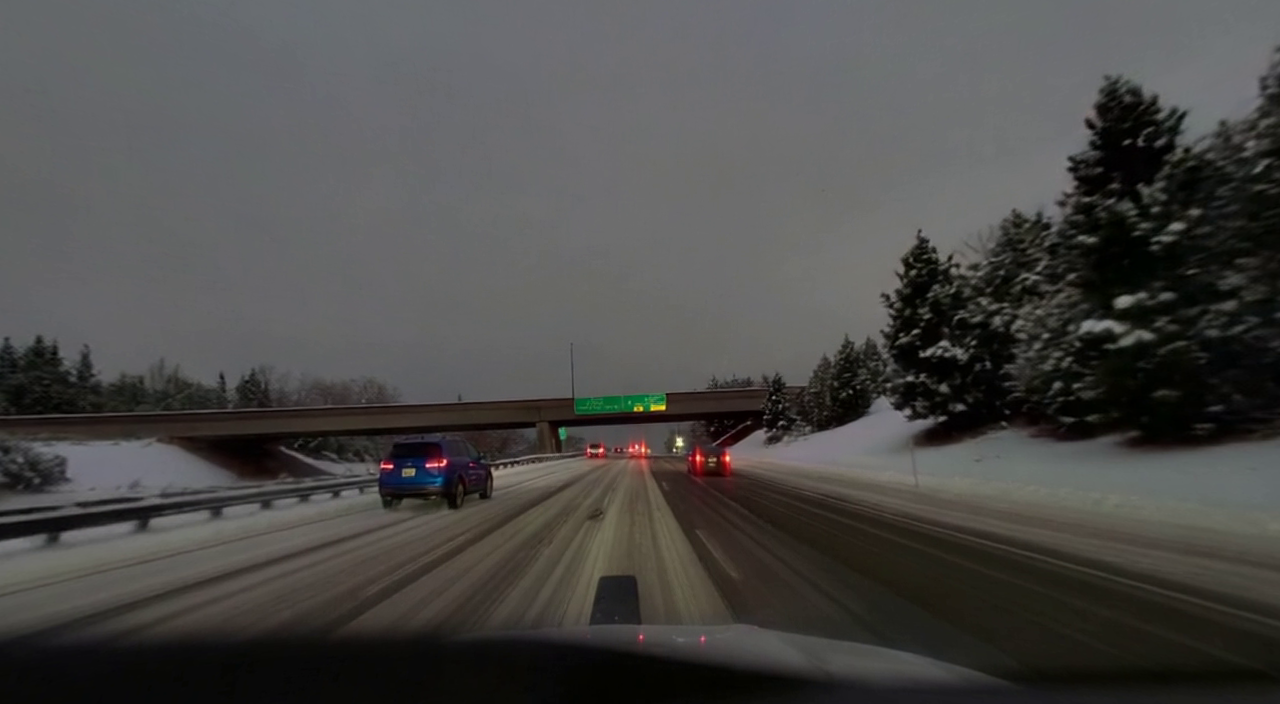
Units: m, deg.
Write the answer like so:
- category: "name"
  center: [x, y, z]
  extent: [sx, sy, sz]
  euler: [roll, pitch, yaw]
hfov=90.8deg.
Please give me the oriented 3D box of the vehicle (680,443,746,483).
- category: "vehicle"
  center: [2.832, 4.408, 25.511]
  extent: [2.083, 1.453, 4.307]
  euler: [0, -8, -1]

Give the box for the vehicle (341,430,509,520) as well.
- category: "vehicle"
  center: [-4.393, 2.569, 13.721]
  extent: [2.193, 1.641, 4.077]
  euler: [0, -8, 0]
